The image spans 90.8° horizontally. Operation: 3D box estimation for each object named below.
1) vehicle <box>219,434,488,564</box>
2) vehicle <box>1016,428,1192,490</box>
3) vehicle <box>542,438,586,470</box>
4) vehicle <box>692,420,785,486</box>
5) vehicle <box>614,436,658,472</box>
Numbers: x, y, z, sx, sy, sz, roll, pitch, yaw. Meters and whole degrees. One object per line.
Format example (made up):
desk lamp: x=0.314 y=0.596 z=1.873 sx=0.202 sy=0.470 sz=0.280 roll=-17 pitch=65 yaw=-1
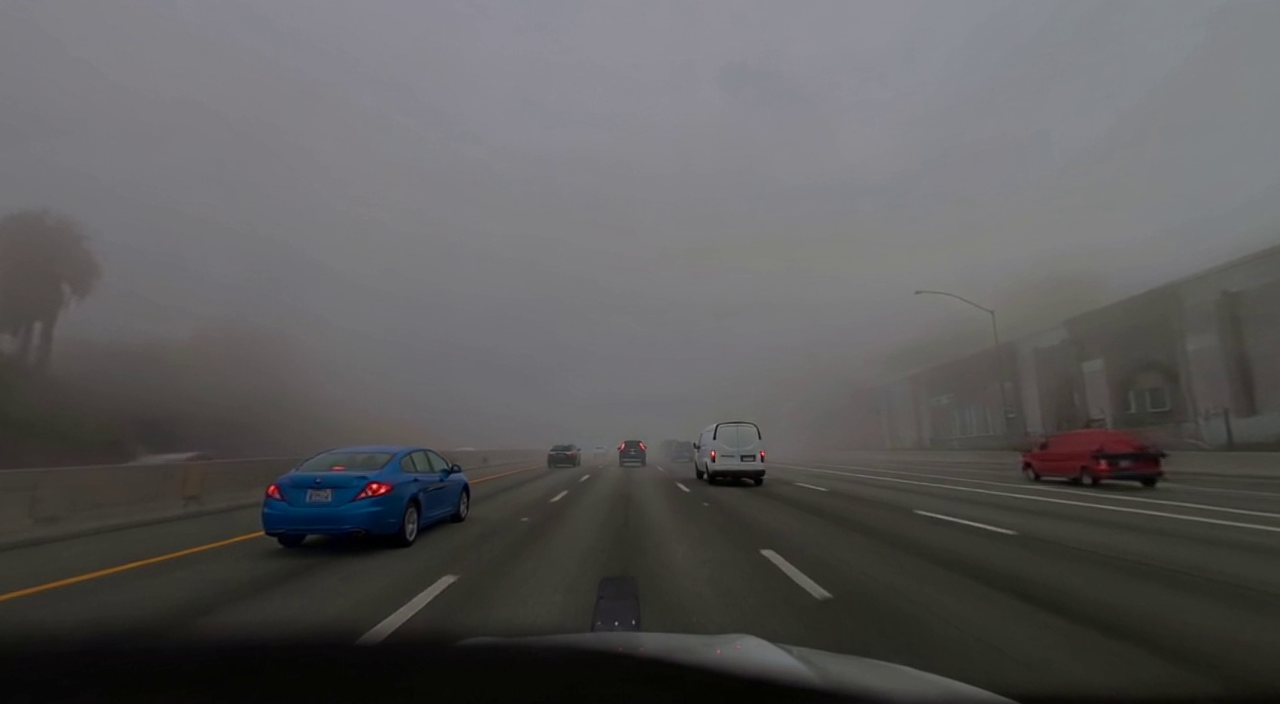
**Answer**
vehicle: x=-3.816 y=2.015 z=9.481 sx=1.991 sy=1.469 sz=4.381 roll=0 pitch=-9 yaw=0
vehicle: x=14.466 y=3.379 z=20.178 sx=2.010 sy=1.721 sz=4.871 roll=0 pitch=-9 yaw=2
vehicle: x=-4.514 y=6.135 z=38.096 sx=2.109 sy=1.793 sz=4.613 roll=0 pitch=-9 yaw=0
vehicle: x=3.374 y=3.658 z=22.981 sx=2.250 sy=2.074 sz=5.723 roll=0 pitch=-9 yaw=-2
vehicle: x=-0.228 y=5.475 z=33.927 sx=2.212 sy=1.786 sz=4.198 roll=0 pitch=-9 yaw=-1
